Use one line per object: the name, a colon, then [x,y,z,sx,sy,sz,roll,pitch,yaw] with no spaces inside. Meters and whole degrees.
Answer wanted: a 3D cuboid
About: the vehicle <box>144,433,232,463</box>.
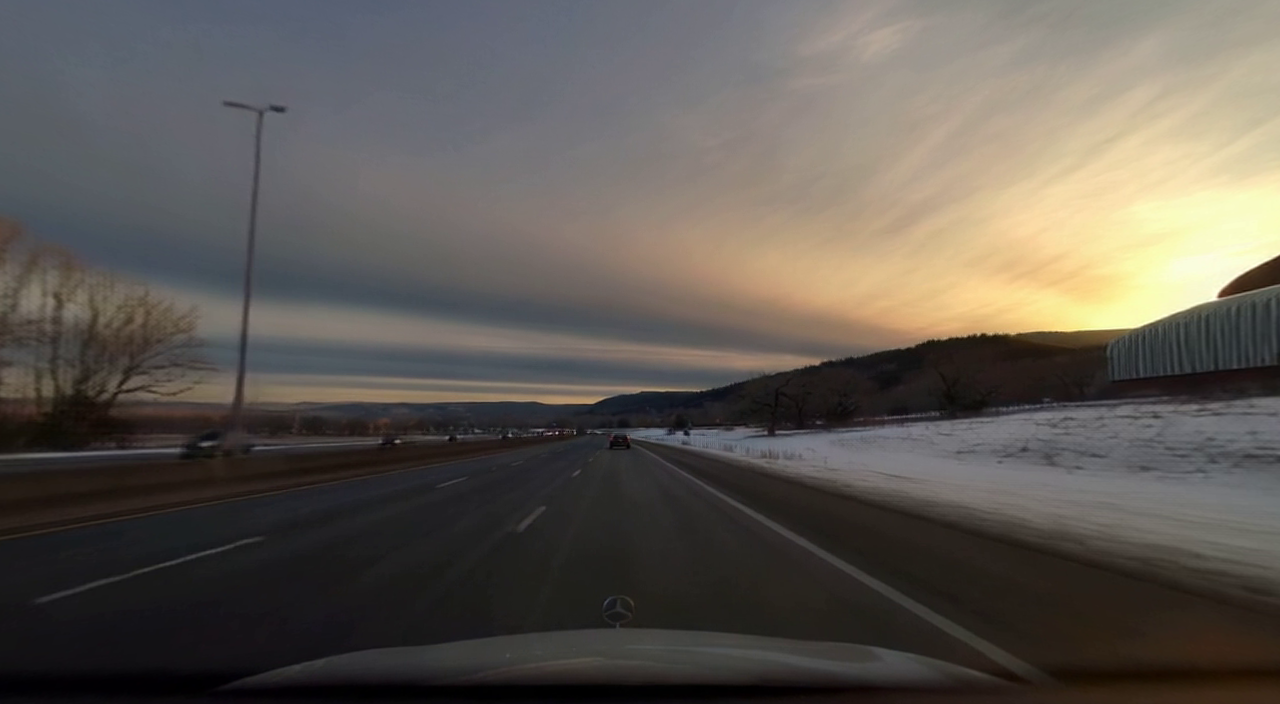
vehicle: [-23.978,5.083,33.506,1.827,1.486,3.976,0,-8,-2]
